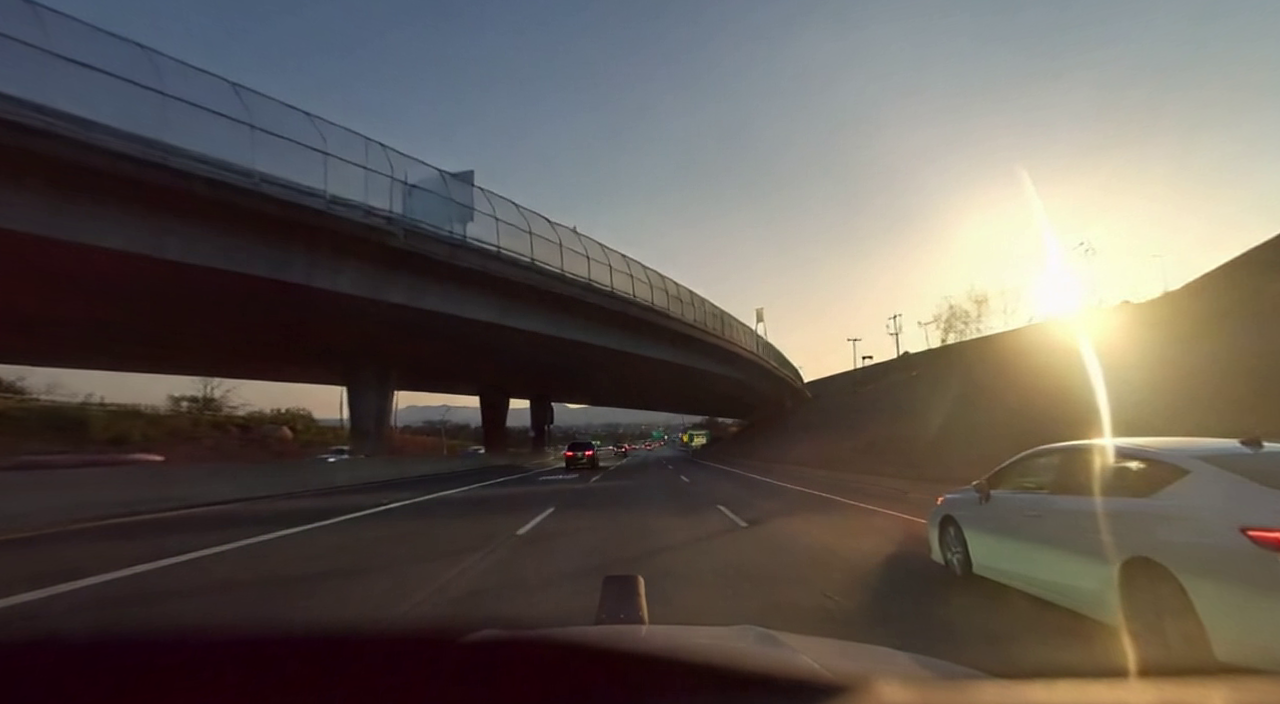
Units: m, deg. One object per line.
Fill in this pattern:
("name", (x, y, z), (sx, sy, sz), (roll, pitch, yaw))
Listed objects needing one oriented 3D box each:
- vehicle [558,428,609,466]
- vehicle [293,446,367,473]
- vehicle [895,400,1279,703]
("vehicle", (-3.514, 6.141, 40.578), (2.496, 2.203, 6.317), (0, -9, 1))
("vehicle", (-18.570, 6.443, 37.991), (1.981, 1.526, 4.512), (0, -9, 4))
("vehicle", (3.775, 1.241, 4.329), (2.047, 1.532, 4.884), (0, -9, 1))
